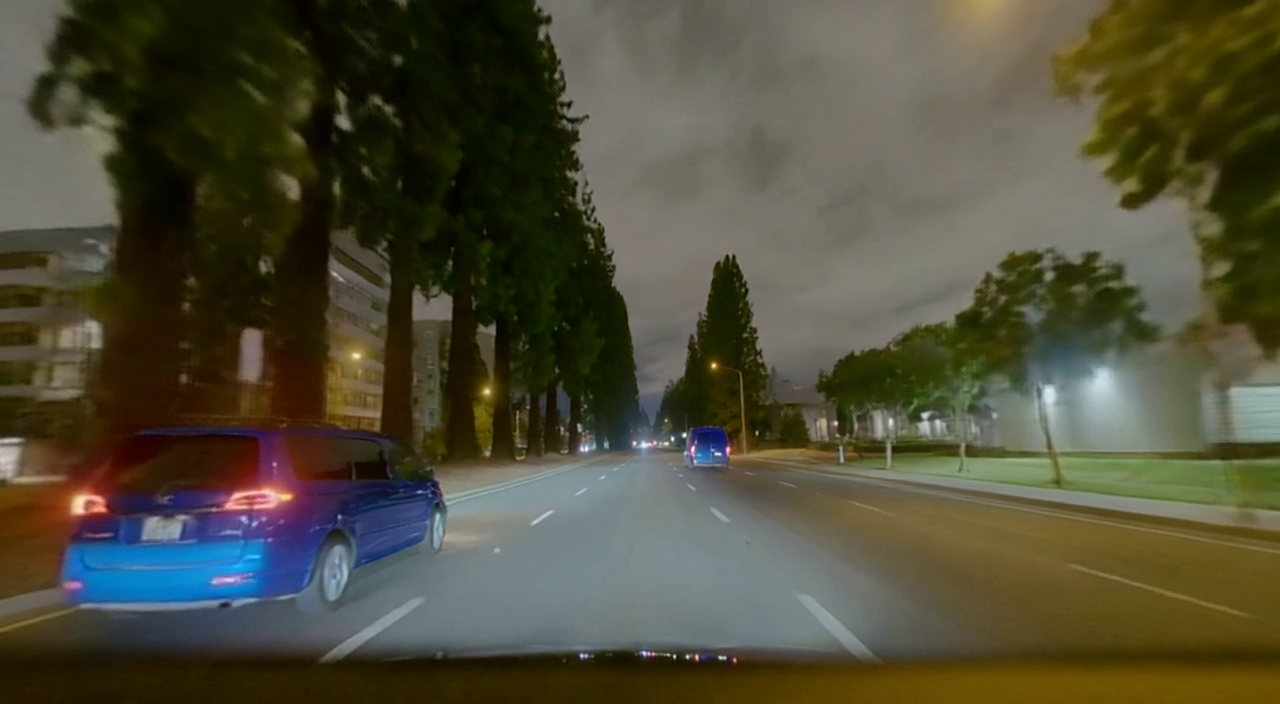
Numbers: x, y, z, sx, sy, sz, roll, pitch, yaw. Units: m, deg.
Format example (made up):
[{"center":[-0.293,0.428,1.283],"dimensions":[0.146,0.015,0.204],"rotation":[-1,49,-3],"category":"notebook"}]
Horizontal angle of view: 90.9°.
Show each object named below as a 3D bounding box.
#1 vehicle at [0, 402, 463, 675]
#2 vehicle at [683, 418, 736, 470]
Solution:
[{"center":[-3.490,1.446,6.090],"dimensions":[2.129,1.602,4.532],"rotation":[0,-8,2],"category":"vehicle"},{"center":[3.820,5.232,35.687],"dimensions":[2.349,2.671,5.744],"rotation":[0,-8,0],"category":"vehicle"}]
